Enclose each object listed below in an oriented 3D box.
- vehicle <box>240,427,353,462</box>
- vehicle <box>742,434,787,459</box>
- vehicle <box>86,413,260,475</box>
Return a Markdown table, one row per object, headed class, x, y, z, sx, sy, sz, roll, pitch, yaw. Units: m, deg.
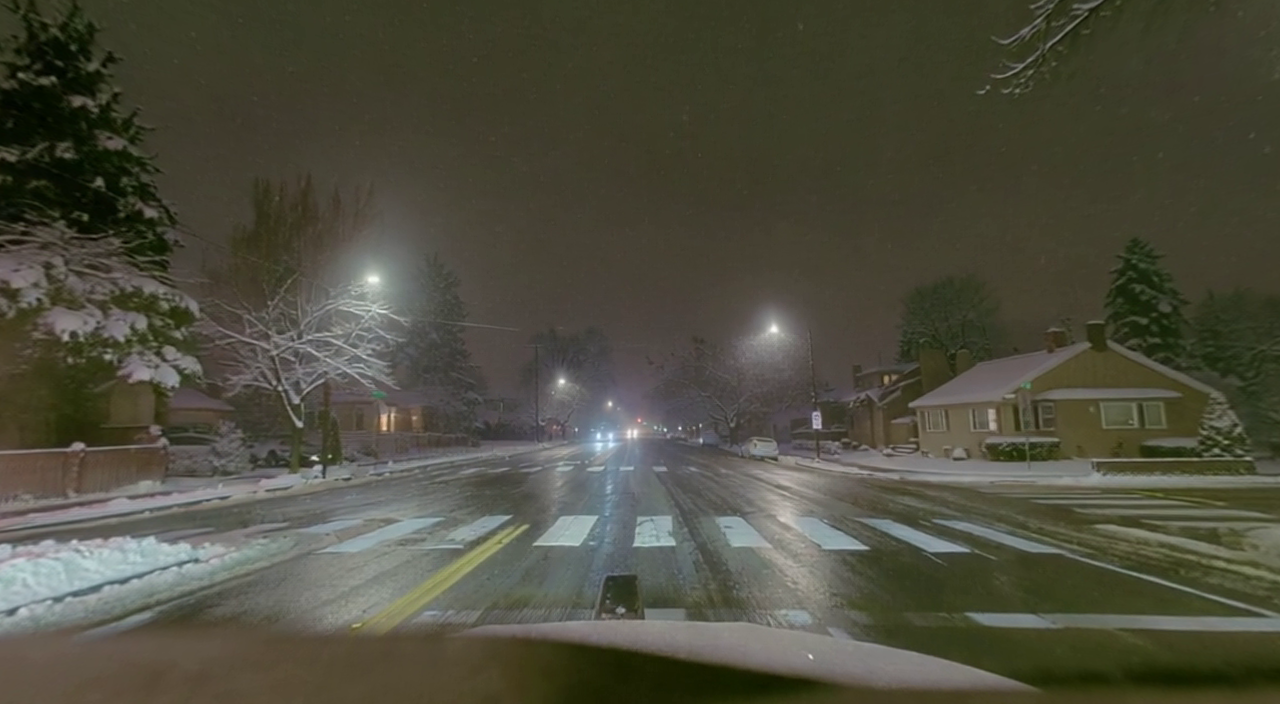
| class | x | y | z | sx | sy | sz | roll | pitch | yaw |
| --- | --- | --- | --- | --- | --- | --- | --- | --- | --- |
| vehicle | -17.958 | 4.869 | 33.181 | 4.743 | 1.734 | 1.994 | 0 | -9 | 0 |
| vehicle | 8.008 | 6.129 | 40.954 | 2.029 | 1.554 | 4.705 | 0 | -9 | 1 |
| vehicle | -17.942 | 3.557 | 24.511 | 4.800 | 2.259 | 2.303 | 0 | -9 | 0 |
